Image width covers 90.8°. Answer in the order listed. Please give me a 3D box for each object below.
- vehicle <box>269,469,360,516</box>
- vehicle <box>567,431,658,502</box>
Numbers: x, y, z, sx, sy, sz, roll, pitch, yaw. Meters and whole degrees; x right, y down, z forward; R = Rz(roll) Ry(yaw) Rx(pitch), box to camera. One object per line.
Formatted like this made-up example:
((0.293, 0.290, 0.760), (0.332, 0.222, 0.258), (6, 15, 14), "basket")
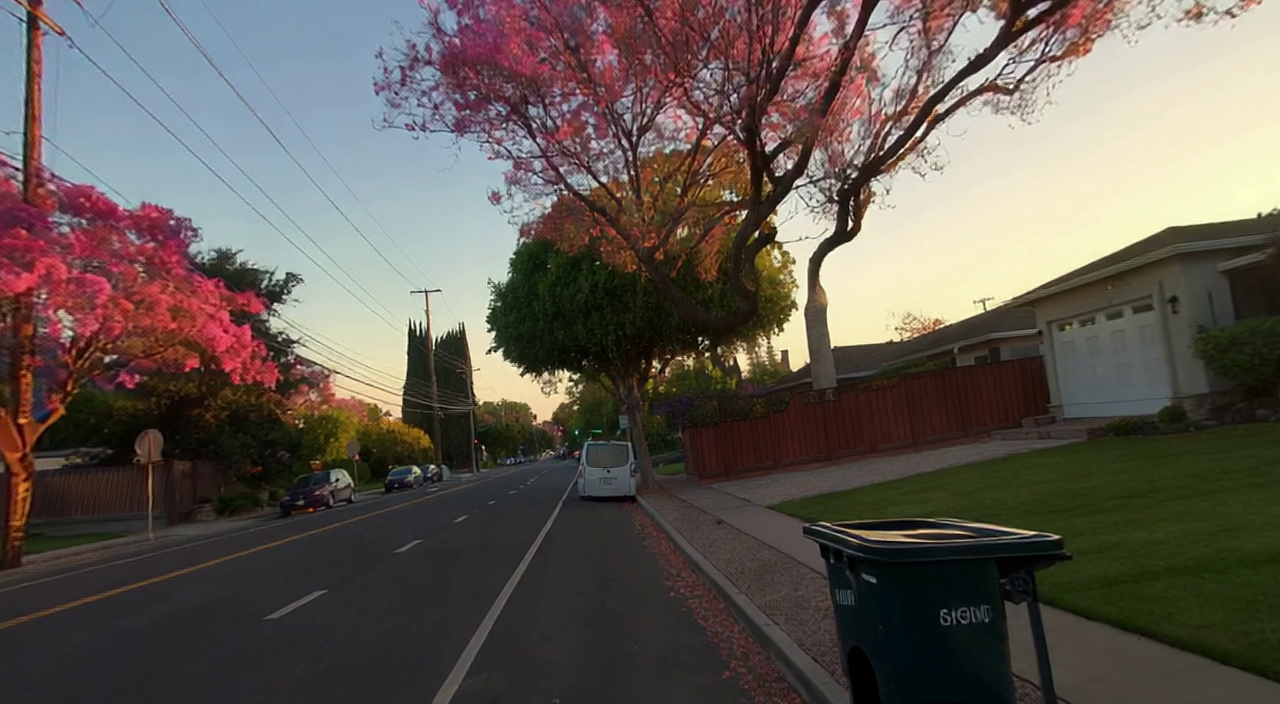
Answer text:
((-13.767, 5.918, 26.987), (1.982, 1.660, 4.142), (1, -8, -6), "vehicle")
((-0.823, 3.074, 17.389), (2.190, 1.708, 4.115), (0, -8, -4), "vehicle")
